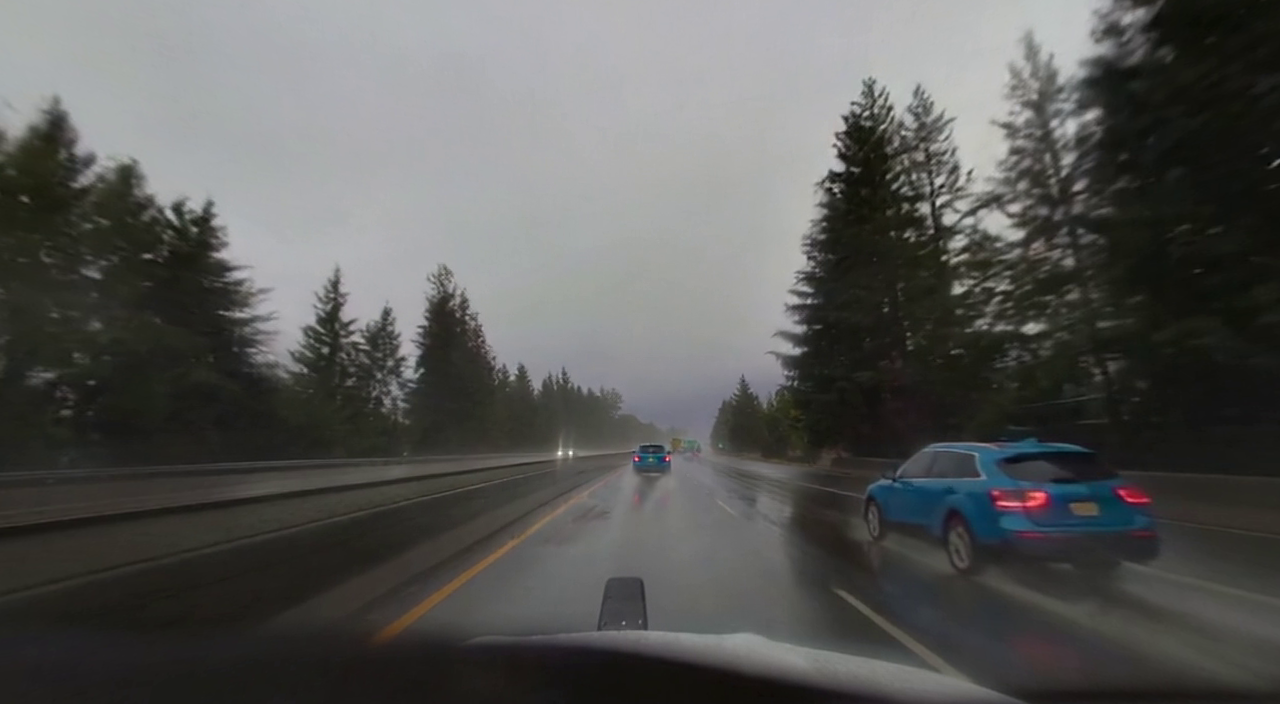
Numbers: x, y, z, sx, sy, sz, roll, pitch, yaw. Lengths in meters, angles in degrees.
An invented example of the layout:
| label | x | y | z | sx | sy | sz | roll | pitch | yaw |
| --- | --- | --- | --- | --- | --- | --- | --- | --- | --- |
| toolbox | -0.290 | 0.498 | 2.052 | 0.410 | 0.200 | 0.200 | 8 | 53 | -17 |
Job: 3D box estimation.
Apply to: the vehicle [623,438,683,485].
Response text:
| label | x | y | z | sx | sy | sz | roll | pitch | yaw |
| --- | --- | --- | --- | --- | --- | --- | --- | --- | --- |
| vehicle | 0.494 | 4.348 | 25.202 | 2.190 | 1.706 | 4.062 | 0 | -9 | 1 |

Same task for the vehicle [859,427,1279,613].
| label | x | y | z | sx | sy | sz | roll | pitch | yaw |
| --- | --- | --- | --- | --- | --- | --- | --- | --- | --- |
| vehicle | 4.282 | 1.710 | 7.366 | 1.864 | 1.489 | 4.379 | 0 | -9 | 0 |
